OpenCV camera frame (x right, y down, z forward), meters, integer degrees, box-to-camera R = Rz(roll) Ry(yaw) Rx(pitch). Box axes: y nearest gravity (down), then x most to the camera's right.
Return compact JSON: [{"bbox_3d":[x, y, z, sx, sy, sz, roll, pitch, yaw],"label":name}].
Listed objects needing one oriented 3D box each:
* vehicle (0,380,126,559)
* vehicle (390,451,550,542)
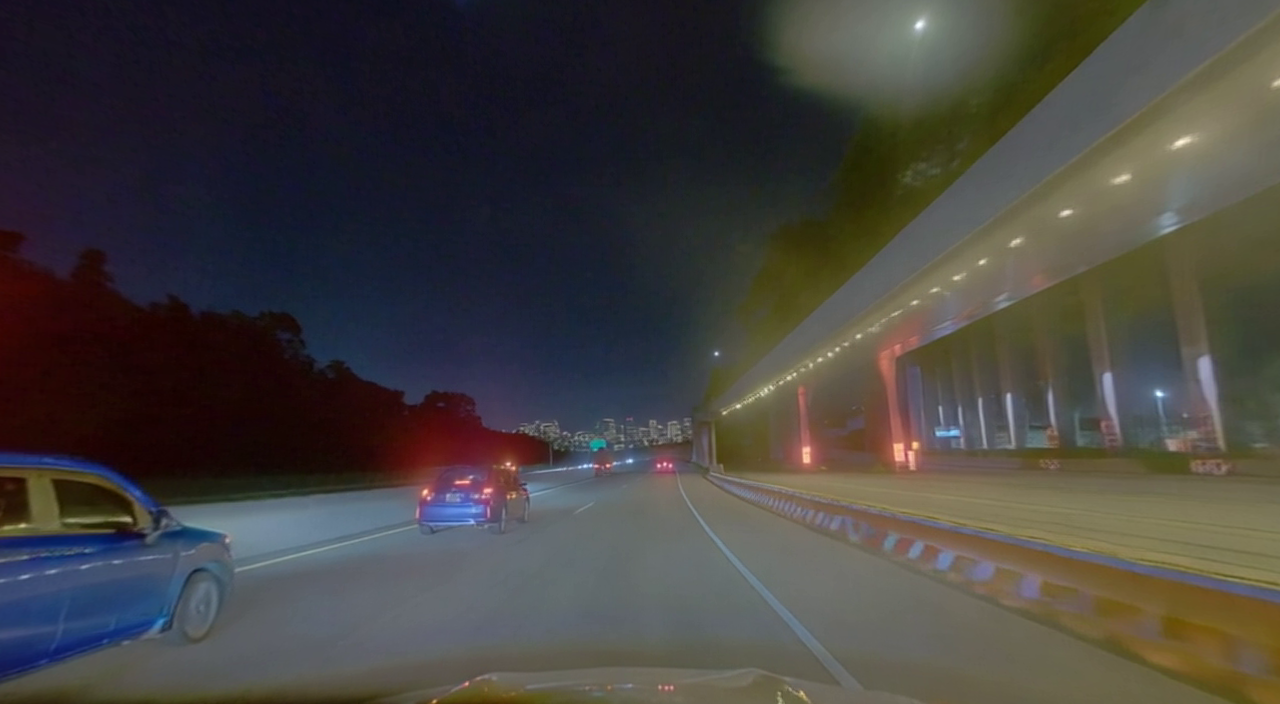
[{"bbox_3d":[-10.734,1.477,8.021,2.310,2.576,6.321,-1,-10,9],"label":"vehicle"},{"bbox_3d":[-3.128,2.771,12.474,1.992,1.466,3.690,0,-10,2],"label":"vehicle"}]
